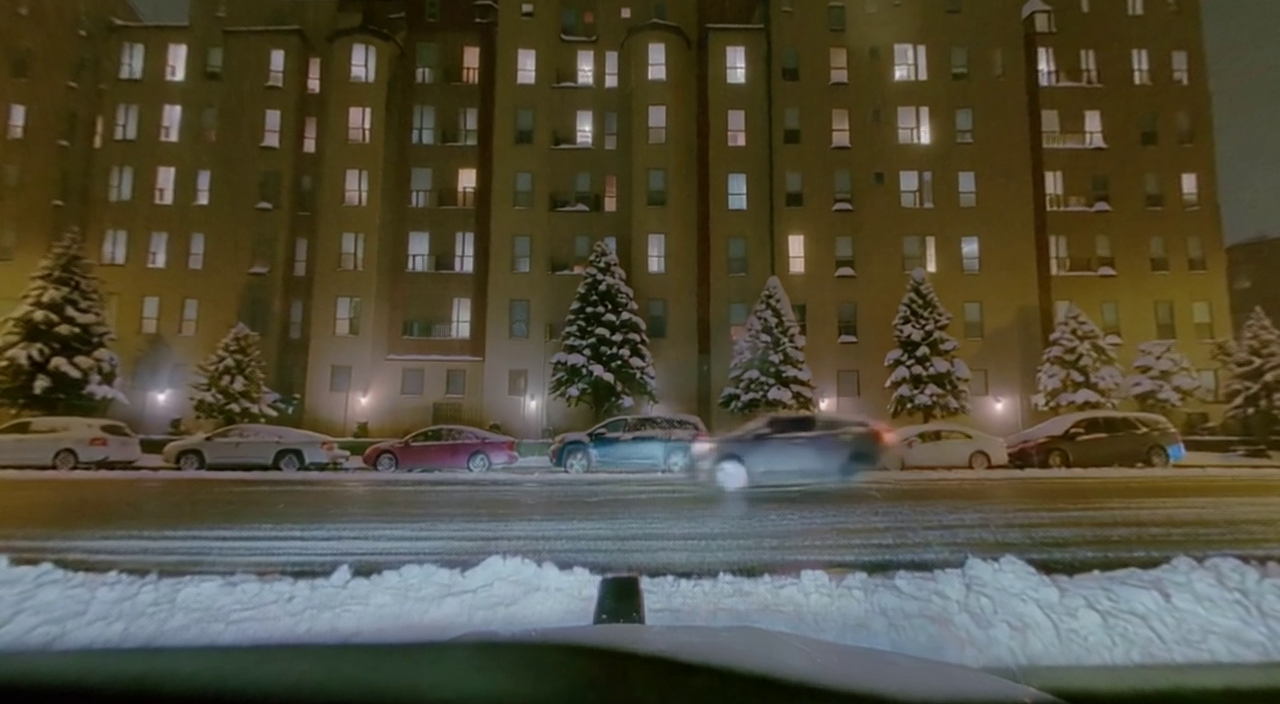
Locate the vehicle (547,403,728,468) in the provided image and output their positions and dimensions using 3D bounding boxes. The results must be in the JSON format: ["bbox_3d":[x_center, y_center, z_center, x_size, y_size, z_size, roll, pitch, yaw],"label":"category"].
[{"bbox_3d":[-0.134,2.630,19.613,5.299,1.860,2.098,1,-10,-5],"label":"vehicle"}]

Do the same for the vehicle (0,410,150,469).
[{"bbox_3d":[-17.691,2.610,18.831,4.426,1.641,1.889,0,-8,-5],"label":"vehicle"}]

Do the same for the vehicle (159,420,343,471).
[{"bbox_3d":[-11.623,2.826,19.147,4.336,1.438,1.776,1,-8,-4],"label":"vehicle"}]

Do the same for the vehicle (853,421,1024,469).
[{"bbox_3d":[9.268,2.876,19.815,4.521,1.411,1.726,1,-6,-4],"label":"vehicle"}]

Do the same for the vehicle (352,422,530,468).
[{"bbox_3d":[-5.958,2.873,19.380,4.851,1.339,1.785,0,-10,-3],"label":"vehicle"}]

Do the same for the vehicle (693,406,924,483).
[{"bbox_3d":[3.432,1.980,13.607,4.396,1.501,1.955,0,-8,-1],"label":"vehicle"}]

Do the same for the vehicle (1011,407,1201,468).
[{"bbox_3d":[14.835,2.708,20.317,4.544,1.780,1.966,-1,-5,-1],"label":"vehicle"}]
